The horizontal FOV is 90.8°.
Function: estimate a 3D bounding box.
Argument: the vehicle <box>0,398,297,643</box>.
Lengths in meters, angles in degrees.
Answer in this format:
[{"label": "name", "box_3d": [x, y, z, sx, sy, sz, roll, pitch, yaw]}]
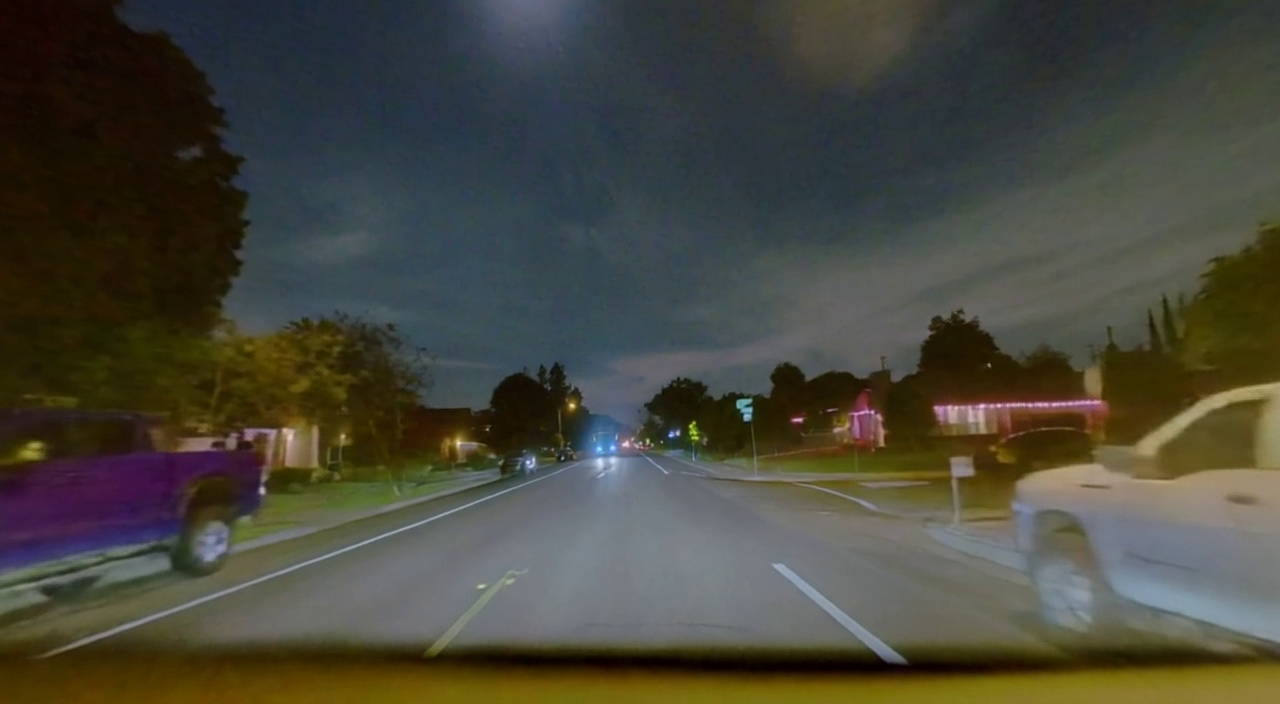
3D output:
[{"label": "vehicle", "box_3d": [-6.567, 1.669, 6.930, 2.302, 2.059, 5.758, 0, -9, 1]}]

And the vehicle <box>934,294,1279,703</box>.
[{"label": "vehicle", "box_3d": [3.421, 0.696, 2.153, 2.235, 1.826, 5.321, 0, -9, 0]}]

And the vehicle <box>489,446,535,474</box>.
[{"label": "vehicle", "box_3d": [-8.739, 7.418, 43.632, 2.119, 1.775, 4.643, 0, -9, 1]}]
